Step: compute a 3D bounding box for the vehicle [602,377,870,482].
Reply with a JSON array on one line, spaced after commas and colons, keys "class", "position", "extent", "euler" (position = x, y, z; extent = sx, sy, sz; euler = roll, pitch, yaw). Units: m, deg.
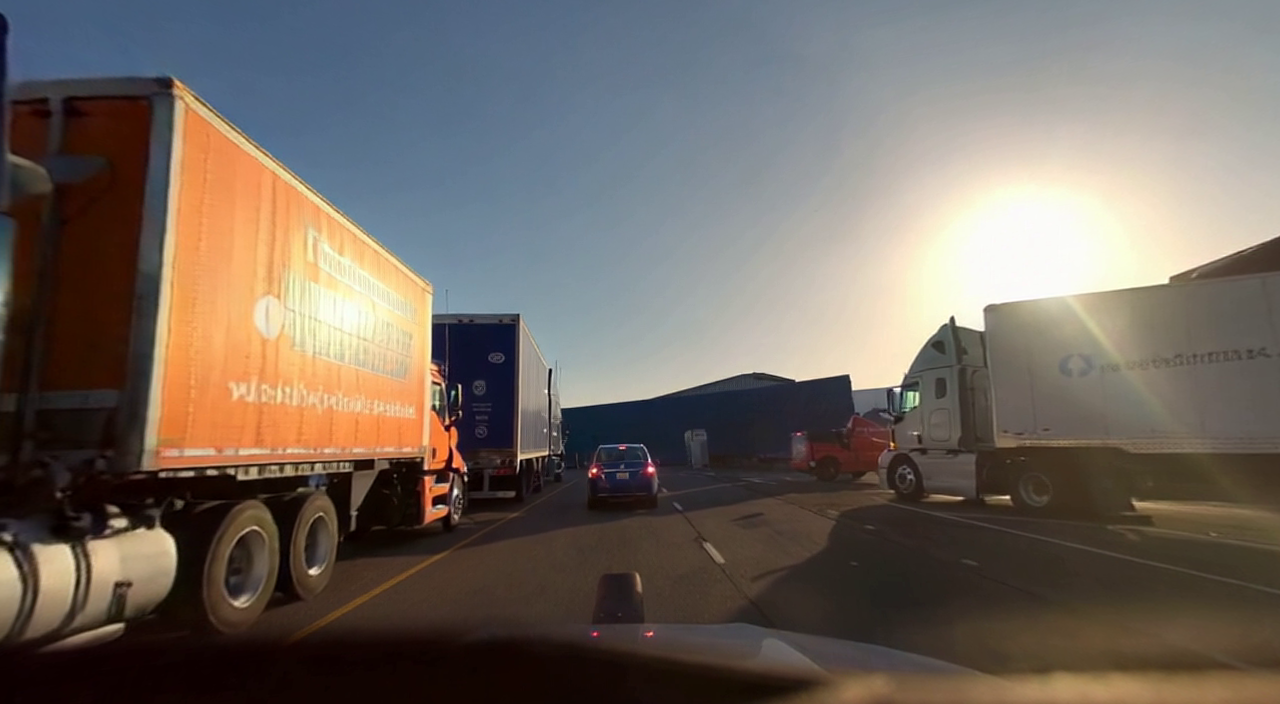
[{"class": "vehicle", "position": [3.734, 3.858, 30.972], "extent": [2.877, 4.124, 14.516], "euler": [3, -8, -41]}]

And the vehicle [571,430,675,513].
[{"class": "vehicle", "position": [-0.377, 2.780, 15.029], "extent": [2.140, 1.682, 3.971], "euler": [0, -9, -1]}]

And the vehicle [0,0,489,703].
[{"class": "vehicle", "position": [-3.984, 0.655, 5.975], "extent": [2.986, 3.391, 9.523], "euler": [0, -9, -2]}]

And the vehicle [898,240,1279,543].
[{"class": "vehicle", "position": [11.136, 0.471, 8.592], "extent": [13.564, 4.152, 3.110], "euler": [-9, -12, 42]}]
